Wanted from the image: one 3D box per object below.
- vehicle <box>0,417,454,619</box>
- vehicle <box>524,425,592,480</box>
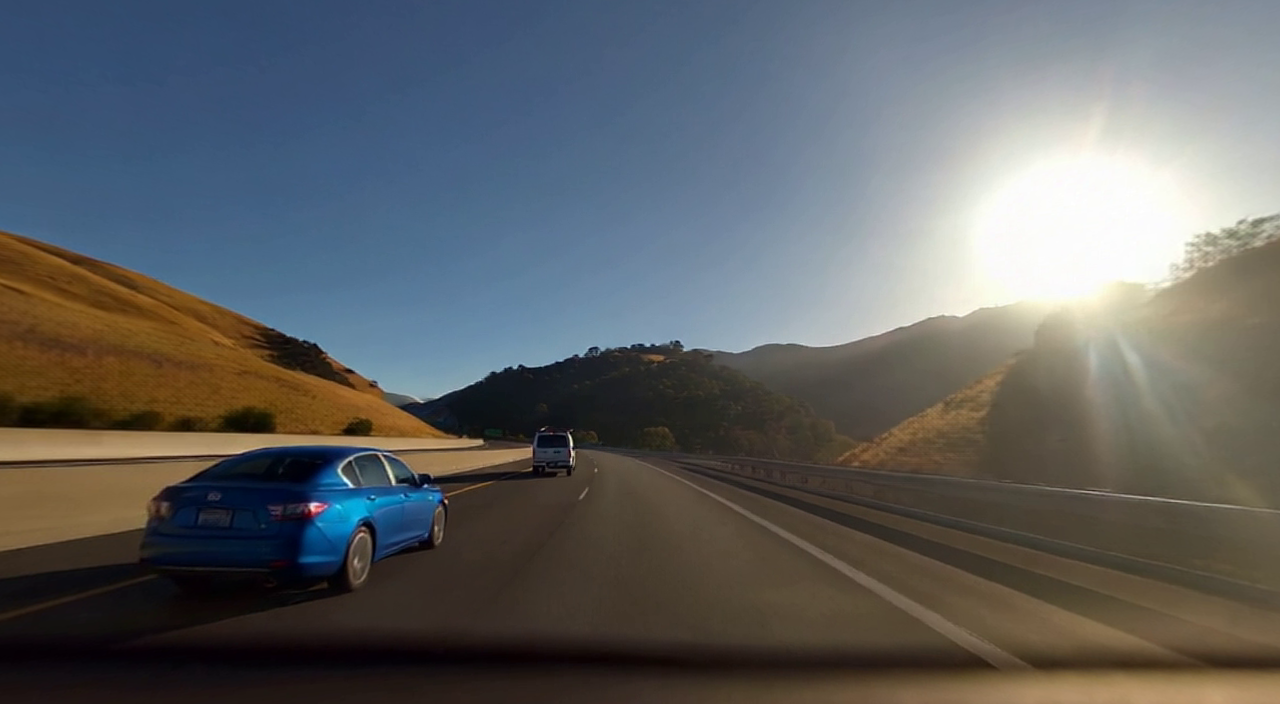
[{"bbox_3d":[-3.871,1.601,7.123,2.097,1.511,4.585,0,-8,1],"label":"vehicle"},{"bbox_3d":[-3.557,4.509,28.507,2.444,2.204,5.568,0,-8,-1],"label":"vehicle"}]
